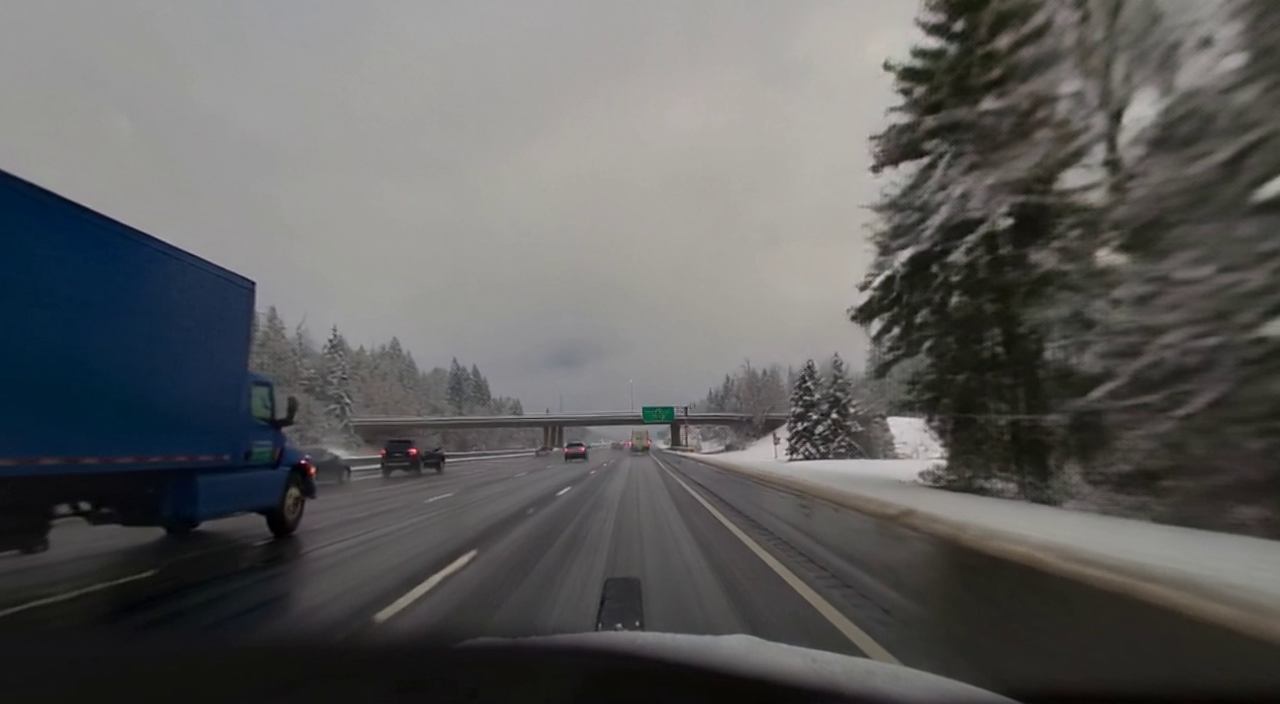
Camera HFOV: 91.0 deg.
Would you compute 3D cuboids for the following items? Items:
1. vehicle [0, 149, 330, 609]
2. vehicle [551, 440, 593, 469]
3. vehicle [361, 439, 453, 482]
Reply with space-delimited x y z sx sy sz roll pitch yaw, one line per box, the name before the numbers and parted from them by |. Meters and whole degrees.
vehicle | -7.089 0.282 5.675 3.303 3.868 10.298 0 -9 0
vehicle | -4.138 6.290 38.866 2.094 1.695 4.260 0 -9 0
vehicle | -10.478 4.911 28.897 2.146 1.764 5.510 0 -9 0
